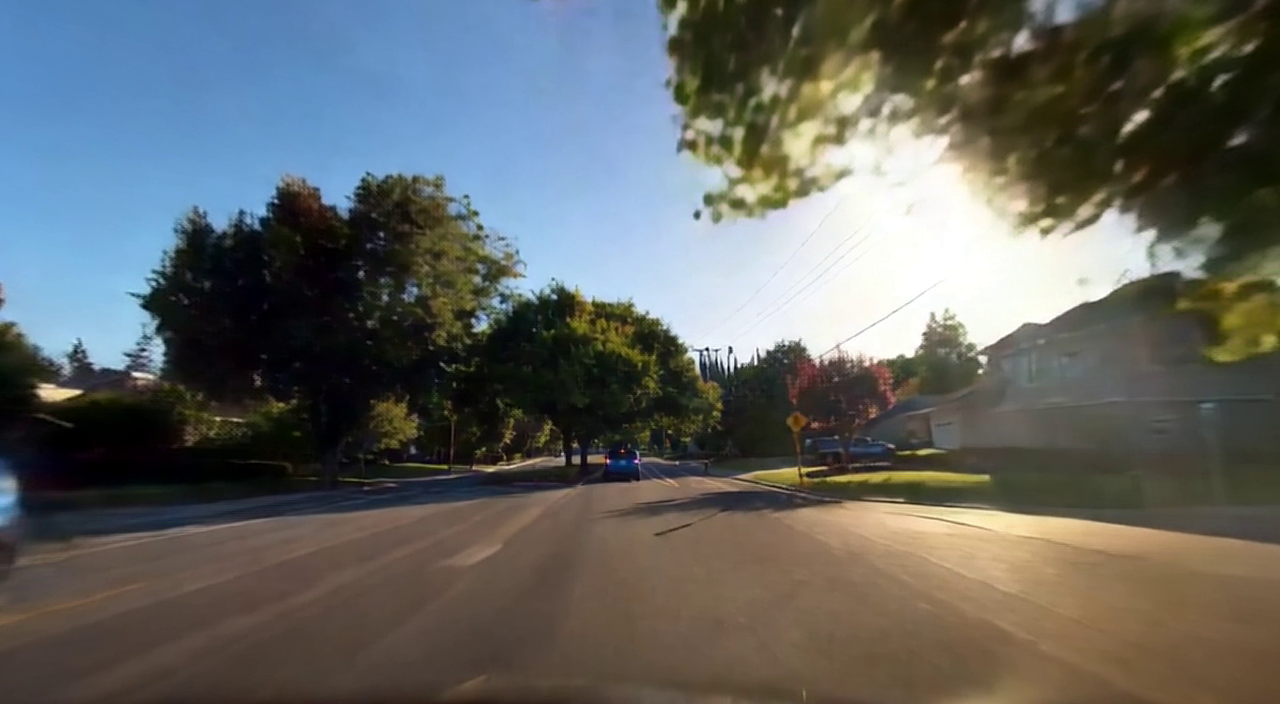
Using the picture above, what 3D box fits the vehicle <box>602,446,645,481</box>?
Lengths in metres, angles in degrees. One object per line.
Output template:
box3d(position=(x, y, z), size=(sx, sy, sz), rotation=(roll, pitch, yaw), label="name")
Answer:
box3d(position=(-0.894, 5.768, 33.062), size=(2.139, 1.699, 3.916), rotation=(0, -8, -2), label="vehicle")
